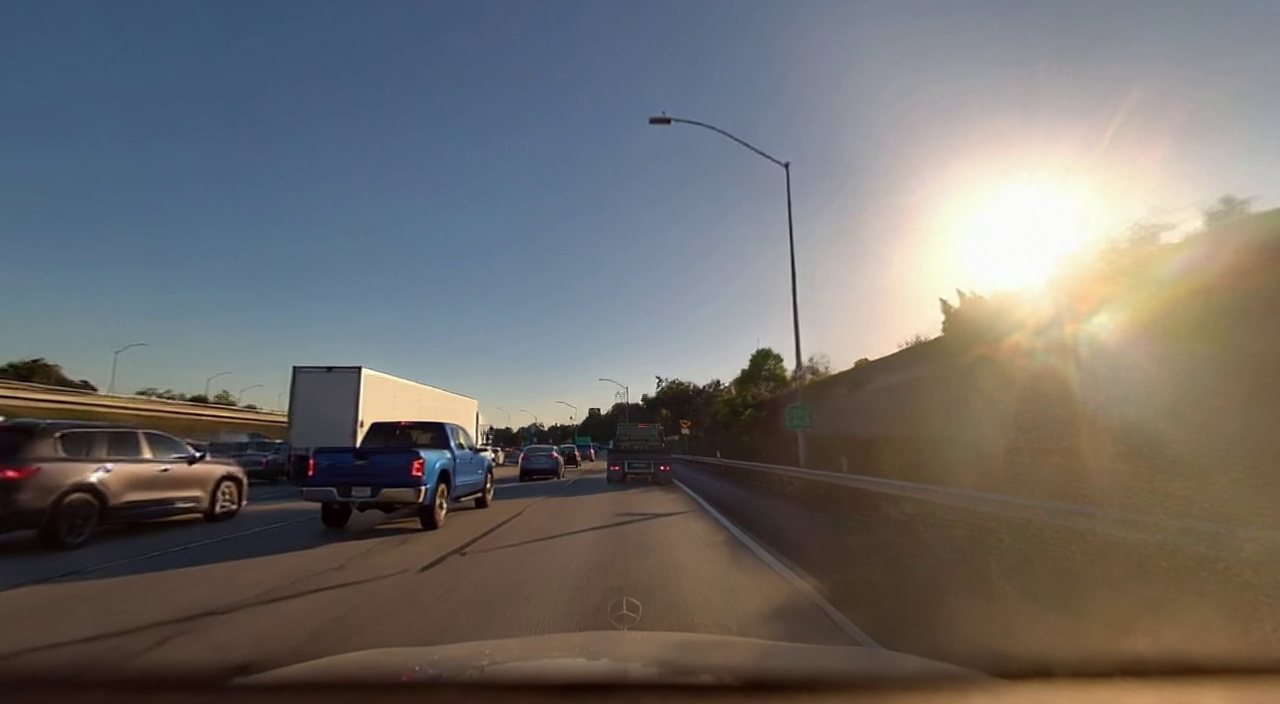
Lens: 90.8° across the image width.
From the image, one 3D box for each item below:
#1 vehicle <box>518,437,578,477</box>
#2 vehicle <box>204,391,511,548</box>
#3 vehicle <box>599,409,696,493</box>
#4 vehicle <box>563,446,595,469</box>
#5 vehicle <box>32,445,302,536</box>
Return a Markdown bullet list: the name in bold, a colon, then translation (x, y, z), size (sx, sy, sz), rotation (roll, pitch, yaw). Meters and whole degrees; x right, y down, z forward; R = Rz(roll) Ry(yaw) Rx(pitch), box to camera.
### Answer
- **vehicle**: translation (-4.655, 5.399, 32.773), size (2.329, 1.859, 4.823), rotation (0, -9, 0)
- **vehicle**: translation (-4.165, 1.915, 10.908), size (2.575, 1.958, 5.730), rotation (0, -9, 1)
- **vehicle**: translation (0.114, 3.529, 22.779), size (2.886, 2.471, 7.692), rotation (0, -9, -2)
- **vehicle**: translation (-4.229, 7.353, 44.097), size (1.948, 1.494, 4.157), rotation (0, -9, -2)
- **vehicle**: translation (-8.631, 2.515, 12.121), size (1.893, 1.409, 4.154), rotation (-1, -9, 1)
